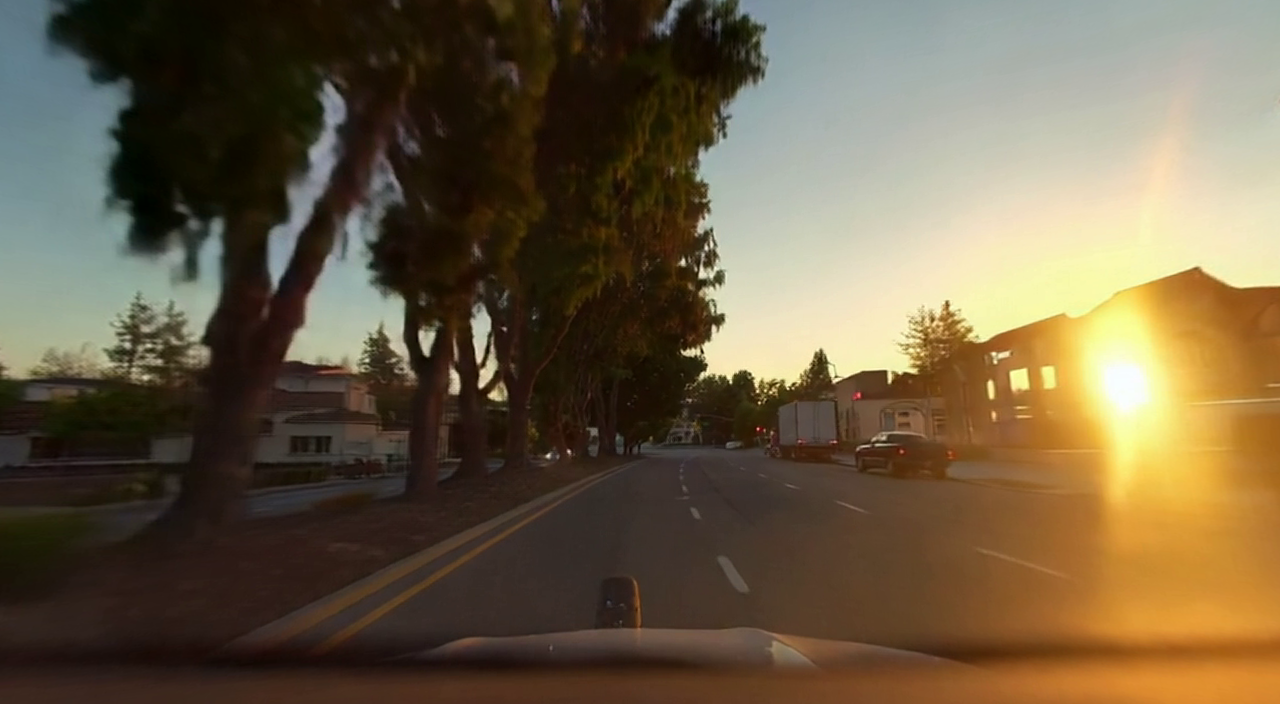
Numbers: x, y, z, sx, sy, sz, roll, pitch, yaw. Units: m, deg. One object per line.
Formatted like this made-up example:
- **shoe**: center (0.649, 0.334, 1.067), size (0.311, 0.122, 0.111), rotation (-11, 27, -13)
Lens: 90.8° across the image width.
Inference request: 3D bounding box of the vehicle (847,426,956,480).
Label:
- **vehicle**: center (10.419, 4.092, 25.806), size (2.200, 1.944, 5.935), rotation (0, -8, 3)
